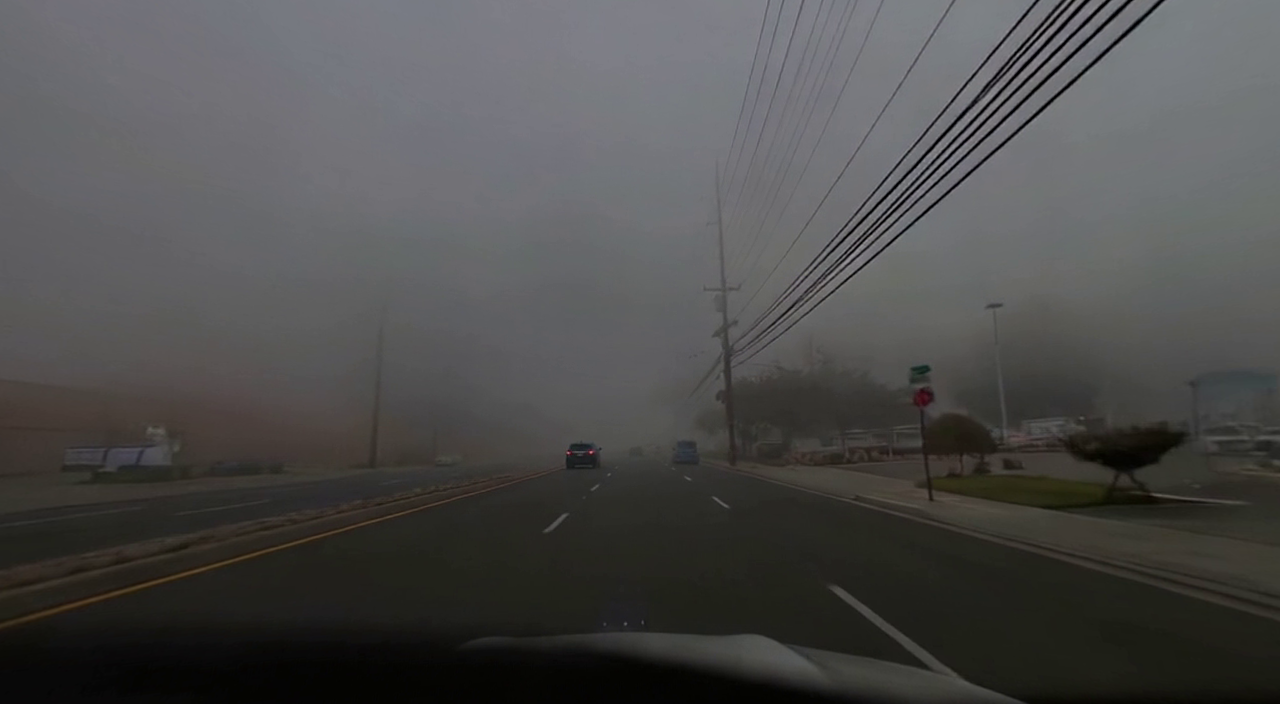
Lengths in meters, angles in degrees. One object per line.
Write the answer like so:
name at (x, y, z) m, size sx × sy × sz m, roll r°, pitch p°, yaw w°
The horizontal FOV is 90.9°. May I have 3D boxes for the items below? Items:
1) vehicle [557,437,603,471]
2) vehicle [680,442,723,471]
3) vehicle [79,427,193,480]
vehicle at (-3.089, 5.403, 33.408) m, size 2.047 × 1.664 × 4.148 m, roll 0°, pitch -9°, yaw 0°
vehicle at (3.323, 5.725, 34.662) m, size 1.978 × 1.455 × 4.195 m, roll 1°, pitch -9°, yaw 1°
vehicle at (-28.200, 5.687, 35.634) m, size 2.230 × 2.687 × 5.908 m, roll 1°, pitch -8°, yaw -9°
